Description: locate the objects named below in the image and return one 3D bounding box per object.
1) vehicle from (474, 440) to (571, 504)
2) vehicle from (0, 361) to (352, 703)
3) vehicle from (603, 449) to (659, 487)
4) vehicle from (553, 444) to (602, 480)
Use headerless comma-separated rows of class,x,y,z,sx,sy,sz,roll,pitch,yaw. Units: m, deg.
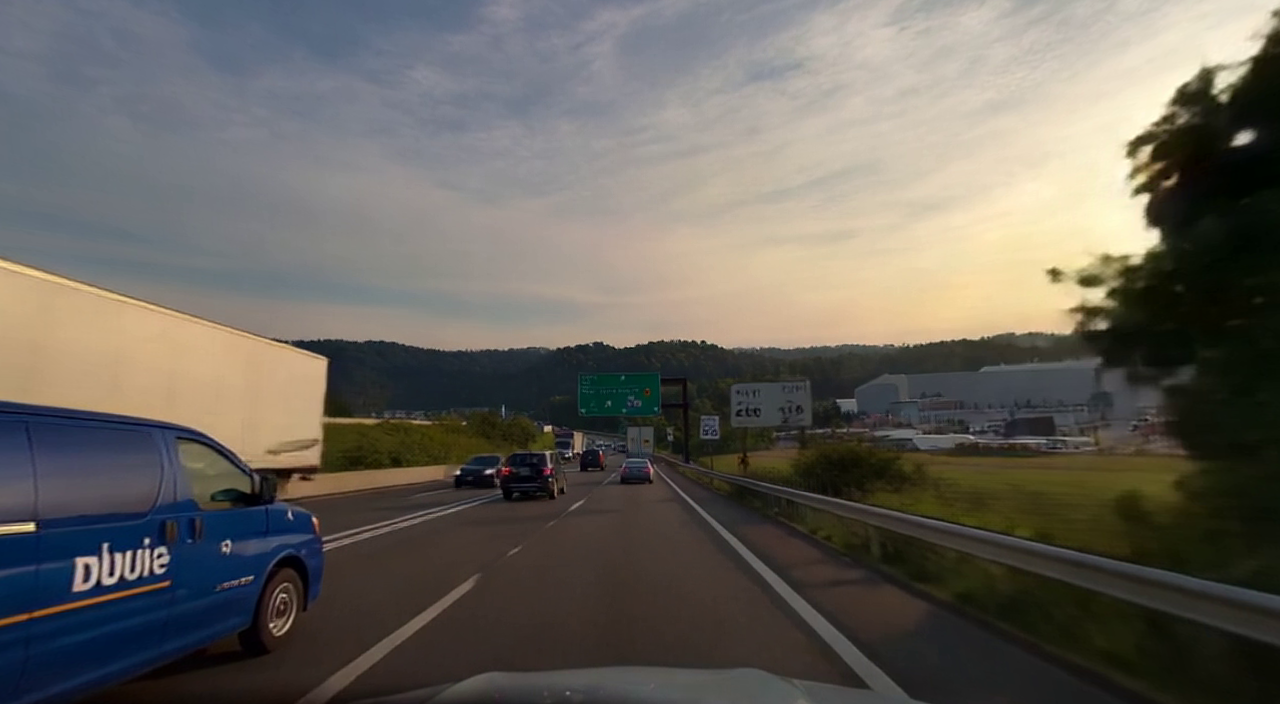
vehicle,-3.204,3.349,18.086,1.937,1.600,4.141,-1,-9,1
vehicle,-3.314,0.948,2.583,2.117,1.688,4.582,0,-9,0
vehicle,-0.331,4.635,25.554,2.095,1.393,3.908,0,-9,0
vehicle,-3.099,5.550,32.031,1.994,1.663,4.047,-1,-9,1
